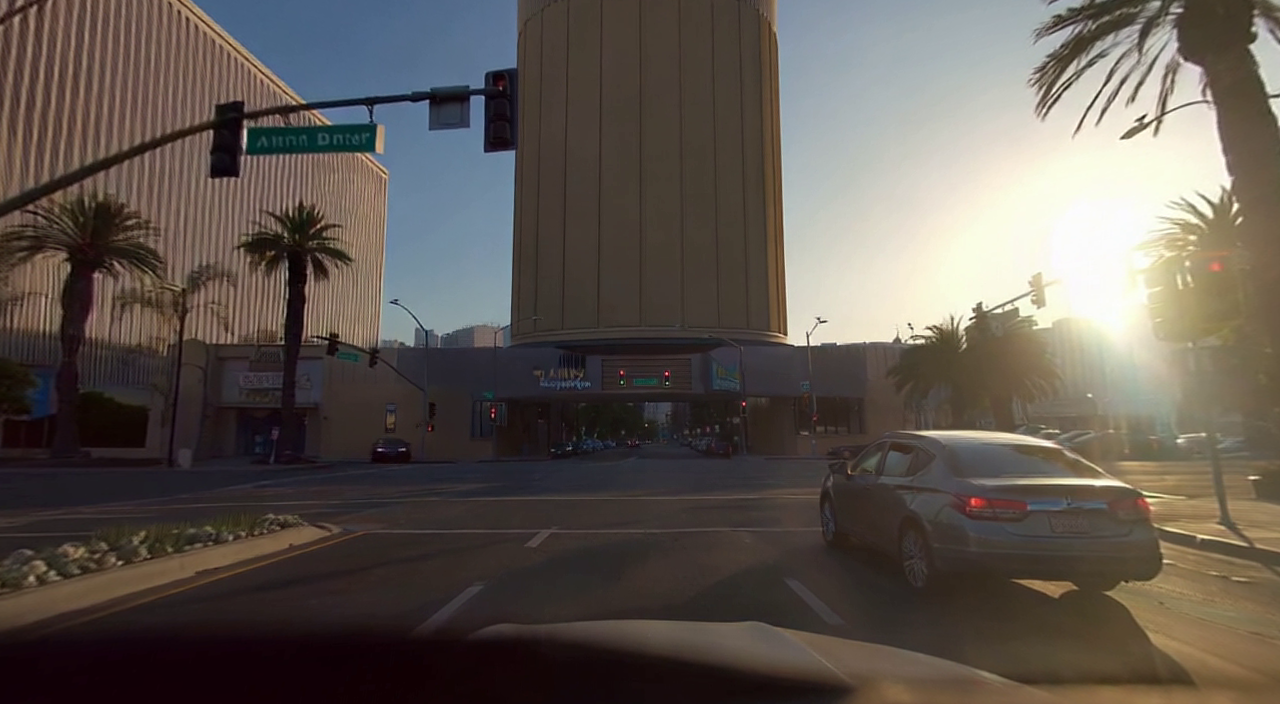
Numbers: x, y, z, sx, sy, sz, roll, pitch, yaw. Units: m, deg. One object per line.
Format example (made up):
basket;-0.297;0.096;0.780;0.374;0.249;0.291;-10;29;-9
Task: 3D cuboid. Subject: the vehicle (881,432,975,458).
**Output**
vehicle;17.055;5.529;37.403;4.684;1.461;1.777;0;-8;-1

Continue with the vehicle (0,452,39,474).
vehicle;-47.884;8.292;47.282;3.786;1.555;1.702;0;-8;2

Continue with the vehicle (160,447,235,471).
vehicle;-33.053;7.980;47.108;4.136;1.661;1.857;0;-8;1

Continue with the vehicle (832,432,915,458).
vehicle;15.171;6.074;41.124;4.648;1.665;1.910;0;-8;-1

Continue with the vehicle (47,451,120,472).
vehicle;-41.575;8.182;47.152;3.698;1.467;1.779;0;-8;0

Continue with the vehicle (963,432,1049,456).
vehicle;23.682;5.982;40.894;4.423;1.465;1.798;0;-8;0

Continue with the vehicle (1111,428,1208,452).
vehicle;33.289;5.678;40.467;4.567;1.458;1.791;0;-8;2

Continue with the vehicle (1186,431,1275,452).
vehicle;42.261;6.423;45.154;4.437;1.469;1.811;0;-8;0
